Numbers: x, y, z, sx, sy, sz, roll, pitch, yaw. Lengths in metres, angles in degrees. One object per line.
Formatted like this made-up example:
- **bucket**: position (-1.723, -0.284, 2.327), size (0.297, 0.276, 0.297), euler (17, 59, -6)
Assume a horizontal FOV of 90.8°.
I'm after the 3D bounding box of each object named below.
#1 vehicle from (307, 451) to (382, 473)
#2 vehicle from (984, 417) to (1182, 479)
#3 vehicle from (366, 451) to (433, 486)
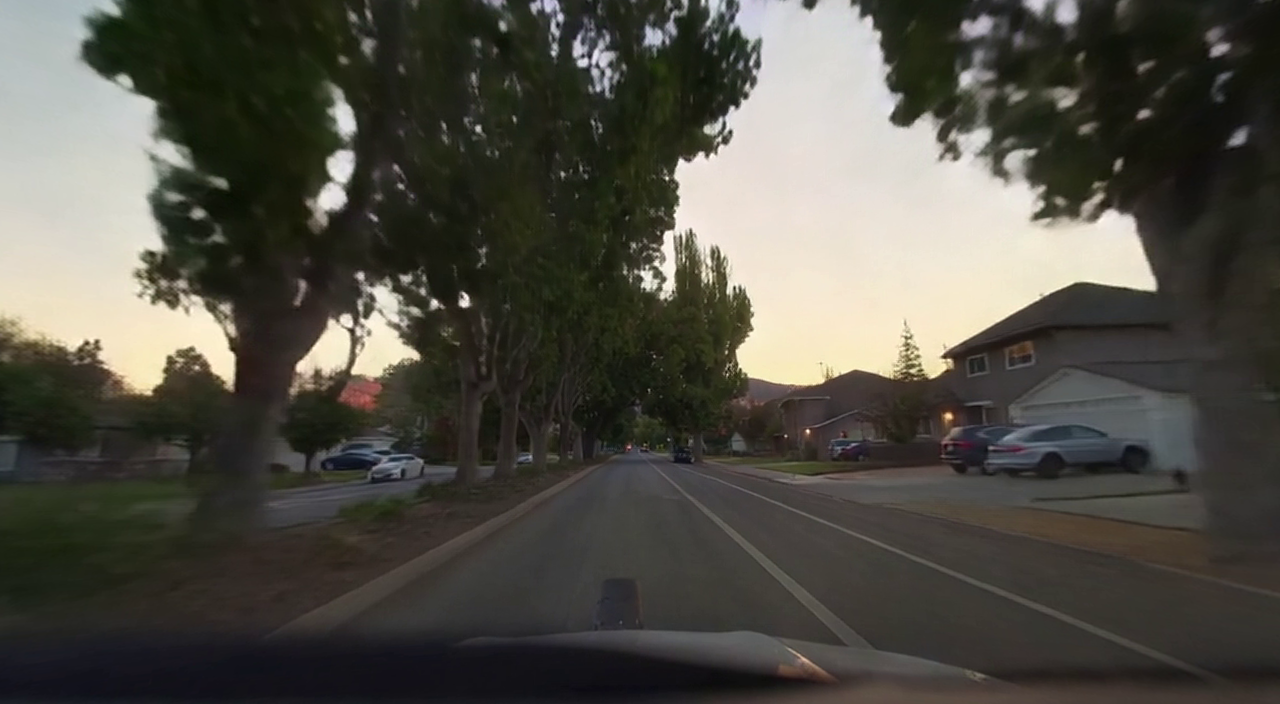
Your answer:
- **vehicle**: position (-21.501, 7.998, 46.113), size (4.491, 1.467, 1.861), euler (0, -9, -4)
- **vehicle**: position (13.635, 2.995, 19.680), size (4.629, 1.770, 1.959), euler (0, -9, -1)
- **vehicle**: position (-12.867, 6.229, 34.051), size (1.936, 1.504, 4.456), euler (-2, -7, -1)
